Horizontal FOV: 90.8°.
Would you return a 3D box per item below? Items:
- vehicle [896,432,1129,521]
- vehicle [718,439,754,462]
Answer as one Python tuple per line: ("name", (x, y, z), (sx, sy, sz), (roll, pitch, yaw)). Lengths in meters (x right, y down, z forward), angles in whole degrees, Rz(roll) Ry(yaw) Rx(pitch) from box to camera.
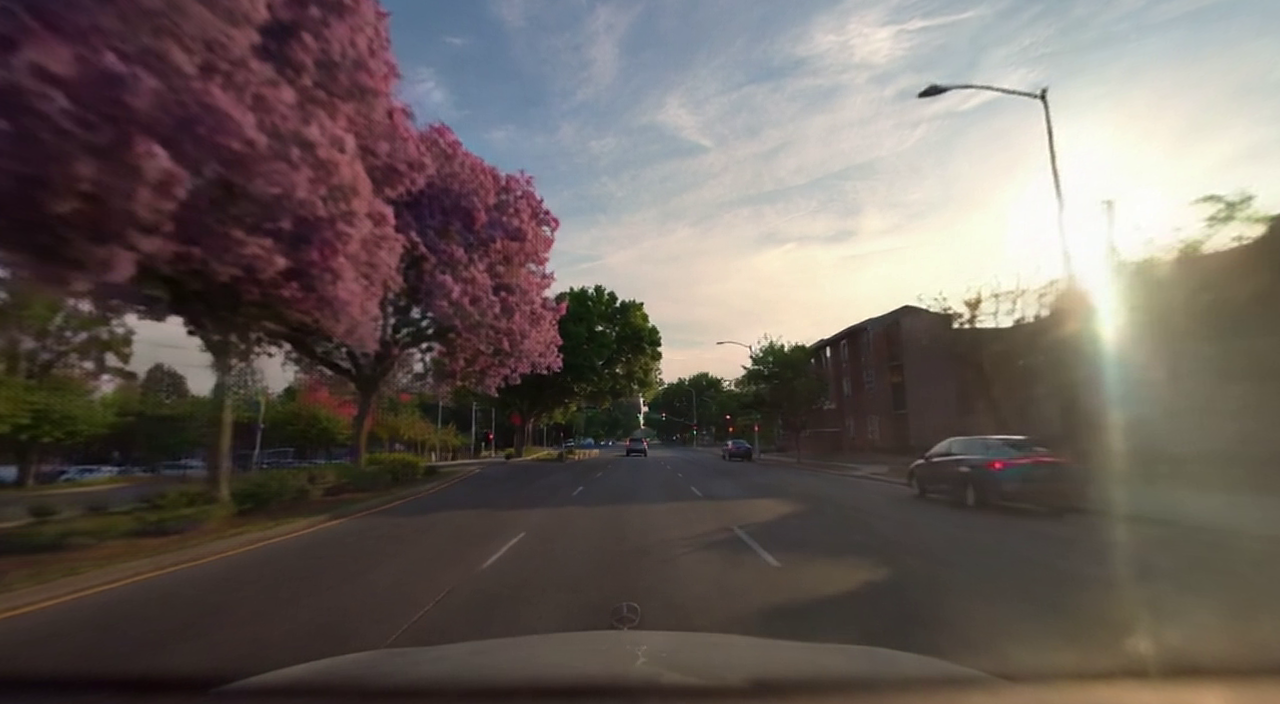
("vehicle", (7.063, 2.386, 12.684), (2.032, 1.449, 4.413), (0, -8, 1))
("vehicle", (7.142, 7.363, 47.407), (1.933, 1.580, 4.162), (0, -8, -1))
